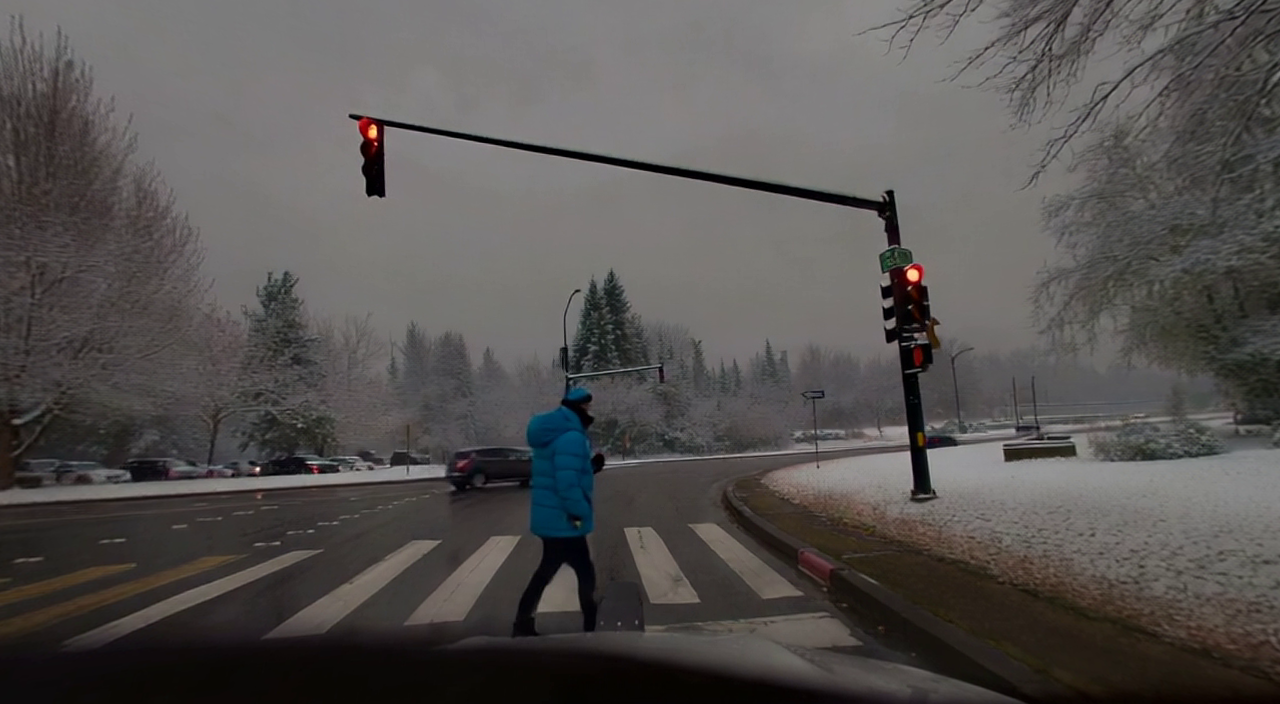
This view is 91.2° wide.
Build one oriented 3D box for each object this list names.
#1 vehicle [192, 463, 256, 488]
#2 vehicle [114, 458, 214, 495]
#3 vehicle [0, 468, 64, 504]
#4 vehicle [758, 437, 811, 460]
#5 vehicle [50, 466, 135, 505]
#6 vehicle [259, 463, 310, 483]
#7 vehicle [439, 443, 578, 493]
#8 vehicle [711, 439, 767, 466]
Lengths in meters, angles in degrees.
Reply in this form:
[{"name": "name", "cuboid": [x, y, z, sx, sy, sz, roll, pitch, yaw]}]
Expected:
[{"name": "vehicle", "cuboid": [-28.564, 8.474, 43.174, 1.768, 1.465, 3.972, 0, -9, -1]}, {"name": "vehicle", "cuboid": [-27.859, 7.260, 36.943, 2.064, 1.913, 5.081, 0, -9, -4]}, {"name": "vehicle", "cuboid": [-30.340, 6.444, 30.321, 1.800, 1.520, 3.968, 2, -9, -14]}, {"name": "vehicle", "cuboid": [11.461, 7.584, 49.363, 1.979, 1.659, 4.907, -8, -11, 39]}, {"name": "vehicle", "cuboid": [-25.441, 6.157, 29.278, 1.694, 1.528, 4.225, 3, -9, -24]}, {"name": "vehicle", "cuboid": [-28.141, 9.570, 49.746, 1.776, 1.452, 3.920, 0, -9, 0]}, {"name": "vehicle", "cuboid": [-4.602, 4.087, 22.581, 1.915, 1.586, 4.734, -7, -11, 38]}, {"name": "vehicle", "cuboid": [6.969, 7.024, 43.947, 1.867, 1.743, 4.259, -8, -11, 39]}]
